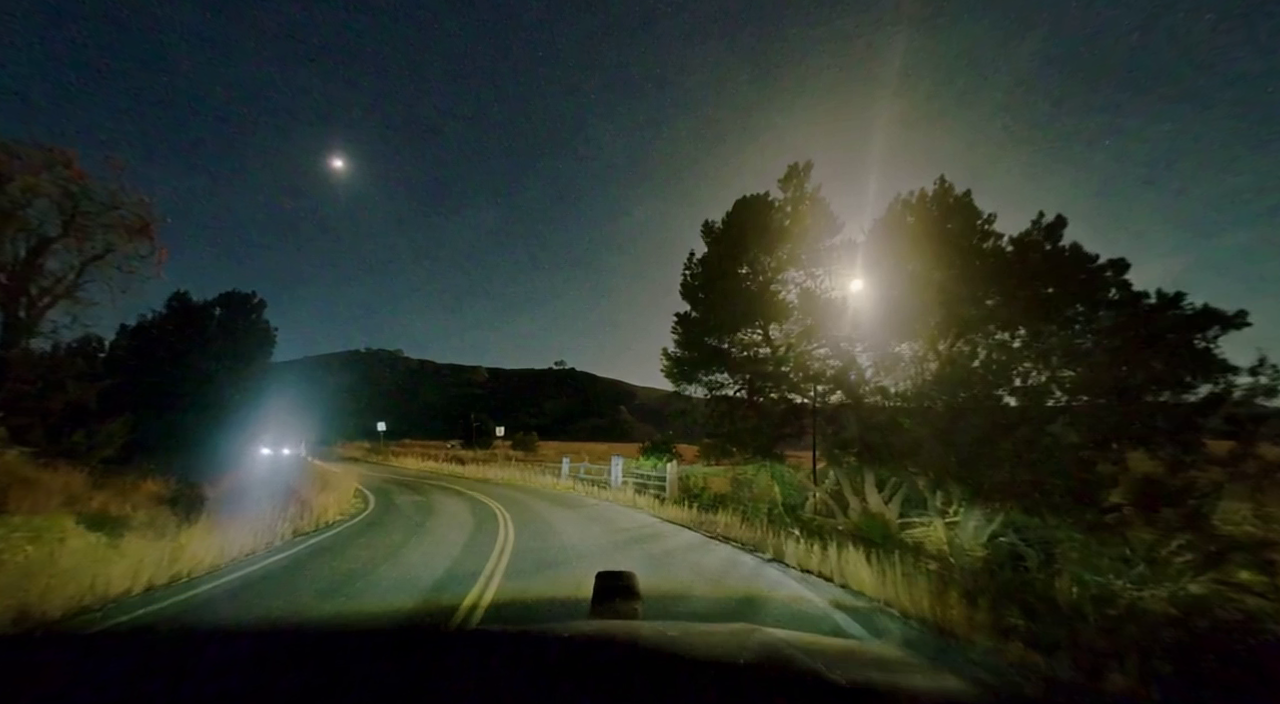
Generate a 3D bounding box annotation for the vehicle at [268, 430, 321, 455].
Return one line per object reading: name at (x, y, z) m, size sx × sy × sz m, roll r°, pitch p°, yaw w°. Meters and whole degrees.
vehicle at (-26.983, 7.058, 49.102) m, size 4.241 × 1.562 × 2.075 m, roll -3°, pitch -11°, yaw 41°
